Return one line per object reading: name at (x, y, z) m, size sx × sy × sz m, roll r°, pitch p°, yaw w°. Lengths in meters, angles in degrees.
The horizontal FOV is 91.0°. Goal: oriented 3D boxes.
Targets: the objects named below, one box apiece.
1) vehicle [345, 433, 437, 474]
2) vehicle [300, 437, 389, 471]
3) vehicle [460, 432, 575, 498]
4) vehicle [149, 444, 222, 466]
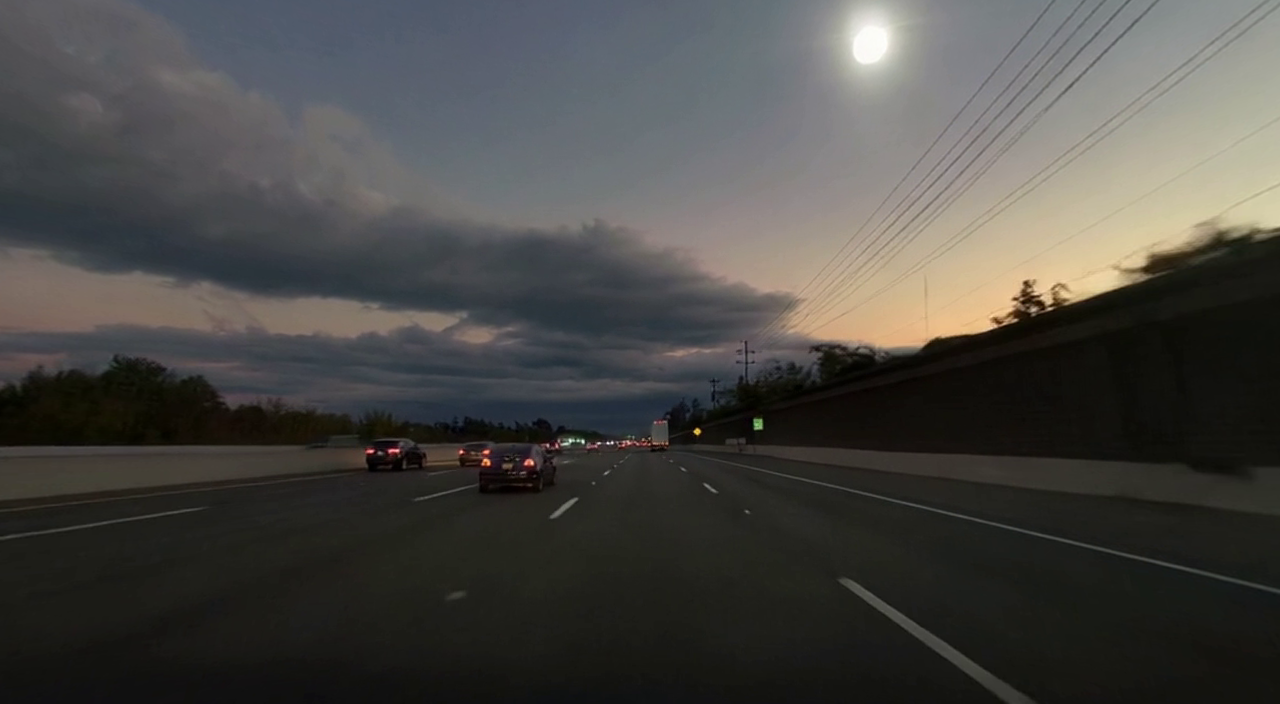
vehicle at (-10.782, 4.437, 27.706) m, size 2.058 × 1.621 × 4.739 m, roll 0°, pitch -9°, yaw 1°
vehicle at (-14.493, 5.017, 31.195) m, size 2.039 × 1.516 × 4.780 m, roll 0°, pitch -9°, yaw 1°
vehicle at (-3.126, 3.029, 17.283) m, size 2.045 × 1.532 × 4.954 m, roll 0°, pitch -9°, yaw 2°
vehicle at (-34.685, 7.844, 48.241) m, size 1.965 × 1.586 × 4.705 m, roll 0°, pitch -9°, yaw 2°
